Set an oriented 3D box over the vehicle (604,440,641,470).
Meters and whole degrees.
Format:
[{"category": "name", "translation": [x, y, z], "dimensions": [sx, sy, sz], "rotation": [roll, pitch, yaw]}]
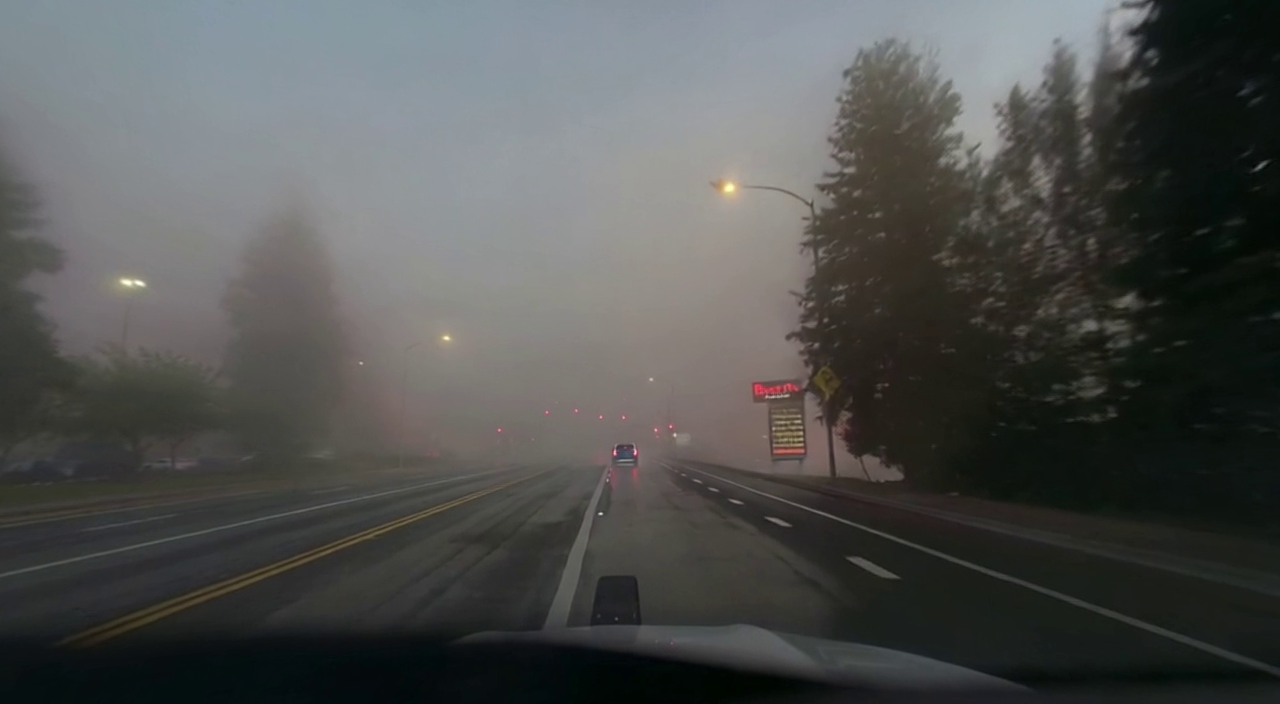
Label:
[{"category": "vehicle", "translation": [-1.013, 6.012, 37.117], "dimensions": [2.024, 1.628, 4.774], "rotation": [0, -8, -1]}]
